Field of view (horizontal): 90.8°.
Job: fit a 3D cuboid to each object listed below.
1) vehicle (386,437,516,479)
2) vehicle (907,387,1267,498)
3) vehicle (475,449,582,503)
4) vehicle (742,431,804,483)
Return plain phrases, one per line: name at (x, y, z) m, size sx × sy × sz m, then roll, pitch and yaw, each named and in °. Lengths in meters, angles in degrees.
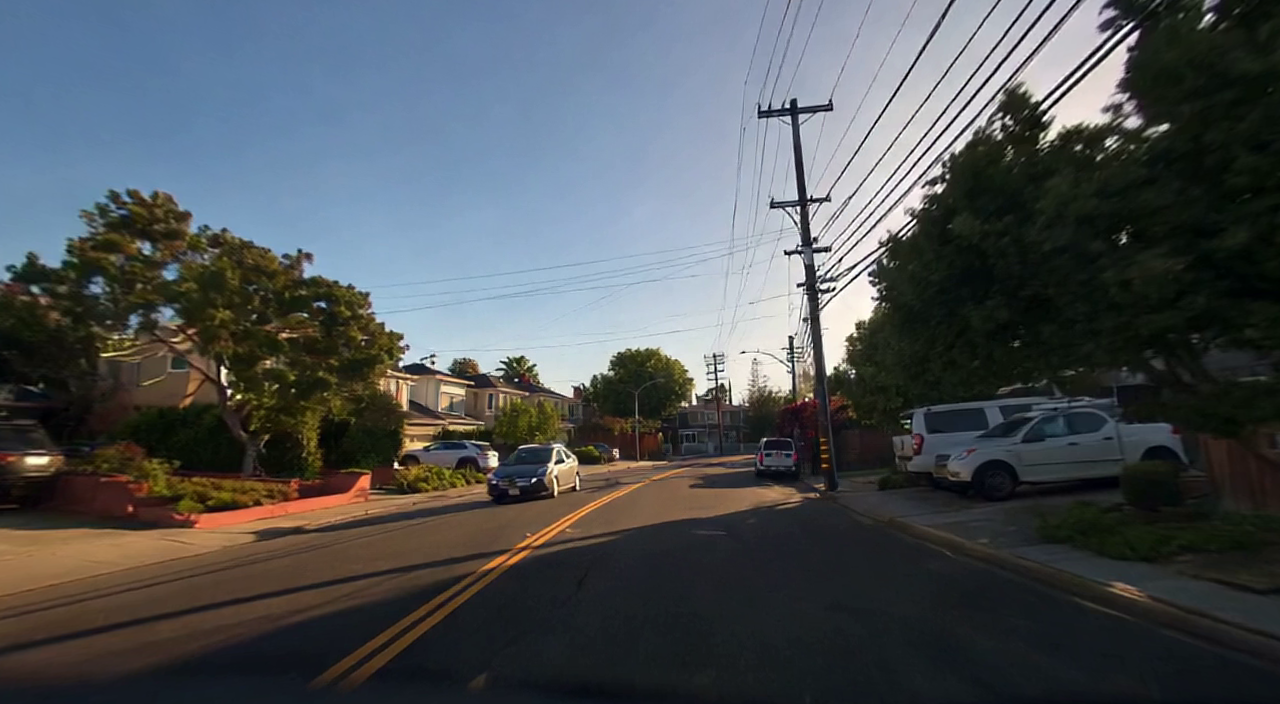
vehicle at (-9.270, 5.212, 31.183) m, size 5.632 × 1.957 × 2.302 m, roll -2°, pitch -9°, yaw 9°
vehicle at (9.147, 1.957, 13.541) m, size 5.762 × 2.116 × 2.258 m, roll -1°, pitch -9°, yaw 6°
vehicle at (-3.363, 3.863, 20.223) m, size 2.015 × 1.464 × 4.870 m, roll -1°, pitch -9°, yaw 7°
vehicle at (5.601, 4.484, 27.274) m, size 2.273 × 1.938 × 6.400 m, roll -2°, pitch -9°, yaw 9°
